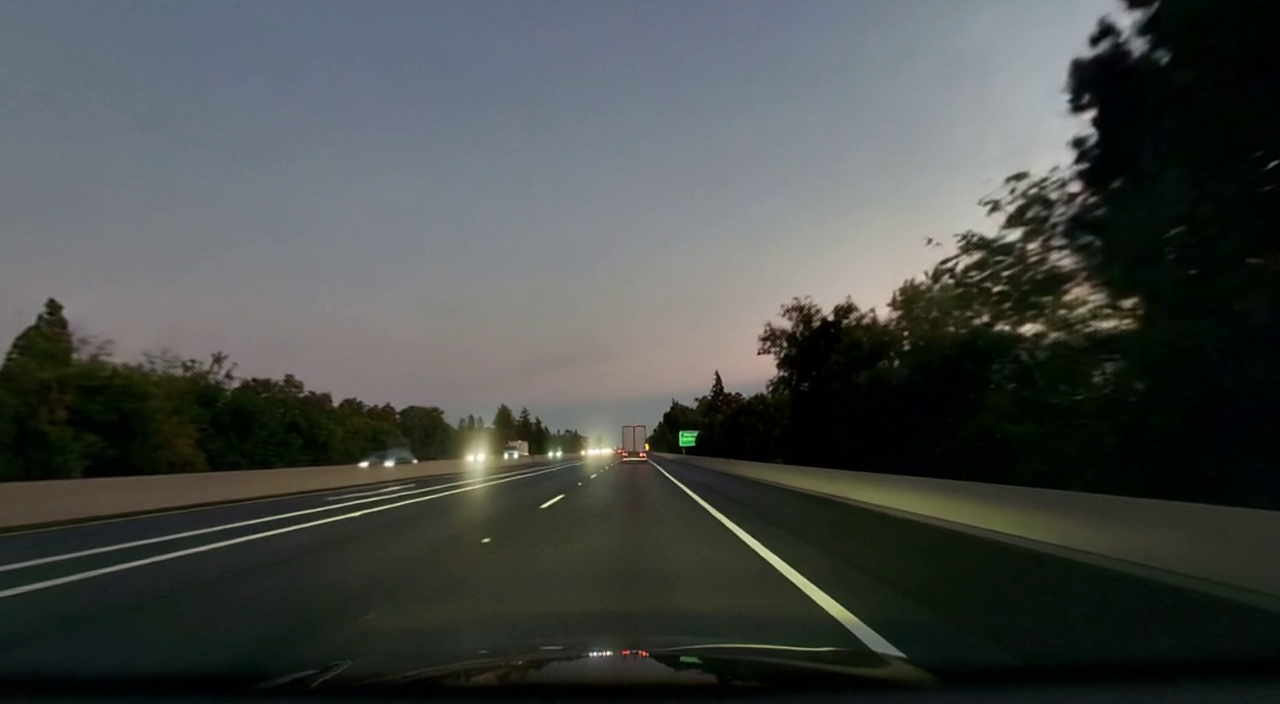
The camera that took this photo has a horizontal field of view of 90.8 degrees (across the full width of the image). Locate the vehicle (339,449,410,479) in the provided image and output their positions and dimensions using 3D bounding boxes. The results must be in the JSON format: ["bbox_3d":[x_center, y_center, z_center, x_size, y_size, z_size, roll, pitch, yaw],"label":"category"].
[{"bbox_3d":[-14.330,6.042,34.301,2.014,1.530,4.306,0,-9,-1],"label":"vehicle"}]
